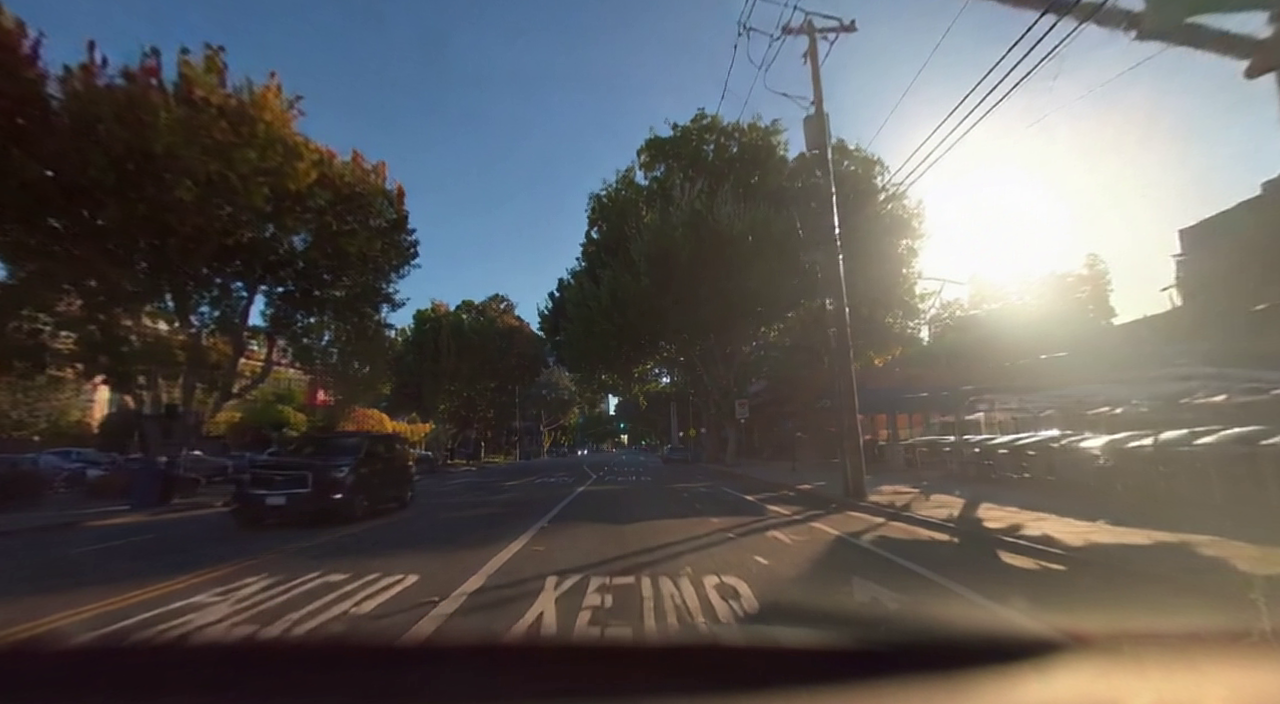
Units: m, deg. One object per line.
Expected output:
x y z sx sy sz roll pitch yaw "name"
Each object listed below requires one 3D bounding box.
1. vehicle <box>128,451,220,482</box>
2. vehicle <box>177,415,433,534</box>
-22.875 5.617 31.177 1.739 1.373 3.759 0 -9 -1 "vehicle"
-6.409 2.404 13.110 2.545 1.943 5.168 0 -8 -1 "vehicle"
